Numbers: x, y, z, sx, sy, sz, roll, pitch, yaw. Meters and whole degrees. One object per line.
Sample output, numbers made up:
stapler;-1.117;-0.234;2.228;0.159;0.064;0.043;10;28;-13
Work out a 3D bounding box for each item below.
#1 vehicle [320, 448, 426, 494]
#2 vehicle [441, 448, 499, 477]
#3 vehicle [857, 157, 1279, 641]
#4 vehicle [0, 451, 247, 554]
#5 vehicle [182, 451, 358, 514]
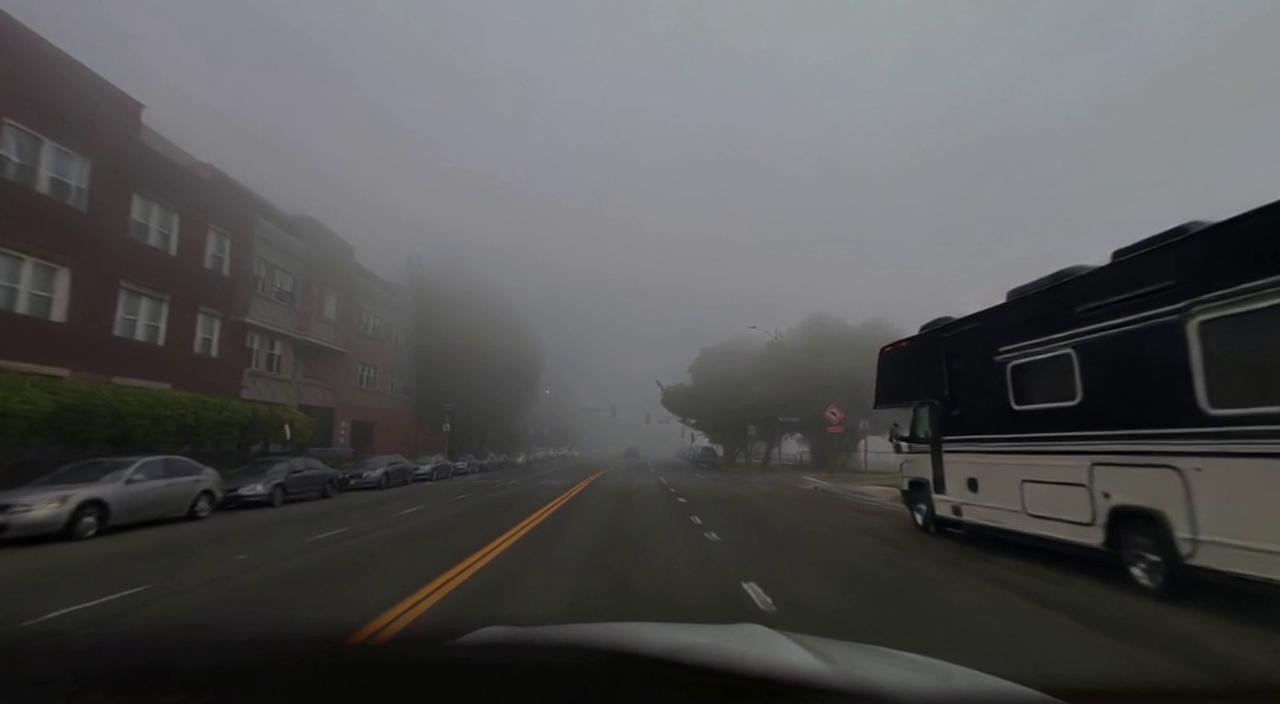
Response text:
vehicle;-10.030;4.464;24.218;1.918;1.535;4.834;0;-8;1
vehicle;-10.132;6.592;38.081;1.995;1.564;5.321;0;-8;0
vehicle;6.071;0.780;7.599;3.102;3.473;9.734;0;-8;-2
vehicle;-9.986;2.616;11.824;2.078;1.427;4.900;0;-8;0
vehicle;-10.030;3.526;17.723;1.959;1.451;4.990;0;-8;-1
